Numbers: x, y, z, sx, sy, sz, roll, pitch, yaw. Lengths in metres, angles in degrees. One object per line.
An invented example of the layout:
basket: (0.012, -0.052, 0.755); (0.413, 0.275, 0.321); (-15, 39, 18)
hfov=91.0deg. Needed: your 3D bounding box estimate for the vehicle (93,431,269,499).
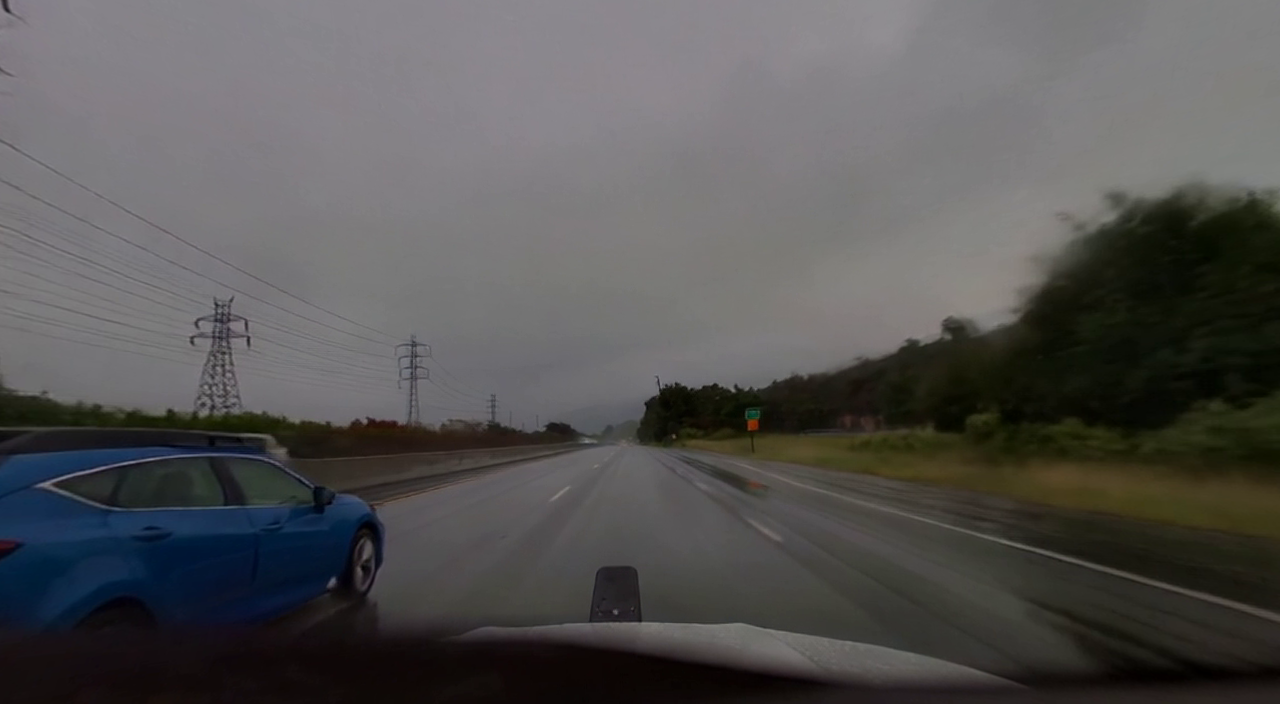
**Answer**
vehicle: (-14.511, 3.550, 20.375); (2.052, 1.914, 4.791); (0, -8, 0)
